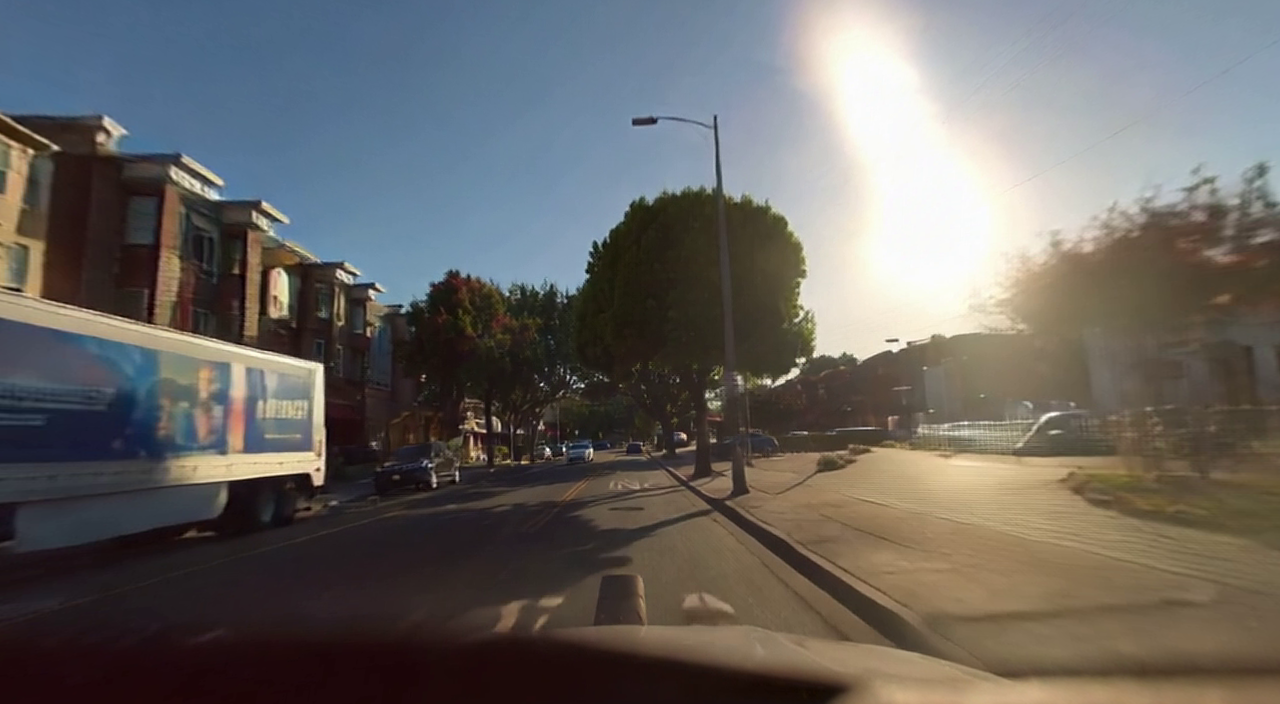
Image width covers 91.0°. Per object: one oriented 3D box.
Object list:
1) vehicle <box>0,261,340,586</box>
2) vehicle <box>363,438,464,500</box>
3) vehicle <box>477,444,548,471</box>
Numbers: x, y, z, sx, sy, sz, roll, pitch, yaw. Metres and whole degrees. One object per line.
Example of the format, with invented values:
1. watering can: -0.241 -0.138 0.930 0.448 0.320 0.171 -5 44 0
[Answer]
1. vehicle: -8.914 1.169 9.495 2.986 3.768 11.697 -6 -6 0
2. vehicle: -7.703 3.966 21.886 1.950 1.743 4.312 -2 -6 0
3. vehicle: -9.151 7.615 45.500 1.879 1.543 4.778 -14 -13 42
